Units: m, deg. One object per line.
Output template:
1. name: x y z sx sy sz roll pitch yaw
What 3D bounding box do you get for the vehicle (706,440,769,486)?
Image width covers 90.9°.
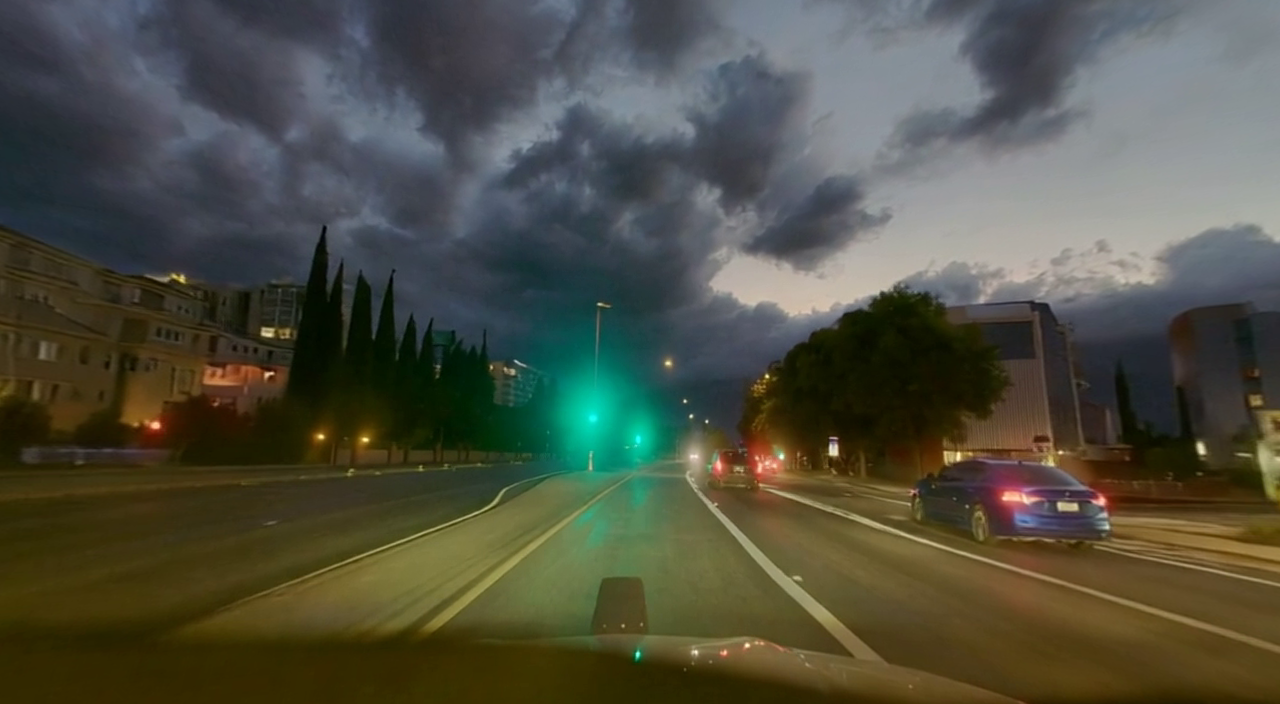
1. vehicle: 4.241 4.887 28.136 2.154 1.844 4.634 0 -8 1

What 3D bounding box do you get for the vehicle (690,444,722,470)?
1. vehicle: 4.964 7.950 47.963 2.102 1.859 4.349 0 -9 1

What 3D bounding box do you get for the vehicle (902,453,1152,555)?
1. vehicle: 6.975 2.737 12.121 1.899 1.496 4.559 0 -8 0
